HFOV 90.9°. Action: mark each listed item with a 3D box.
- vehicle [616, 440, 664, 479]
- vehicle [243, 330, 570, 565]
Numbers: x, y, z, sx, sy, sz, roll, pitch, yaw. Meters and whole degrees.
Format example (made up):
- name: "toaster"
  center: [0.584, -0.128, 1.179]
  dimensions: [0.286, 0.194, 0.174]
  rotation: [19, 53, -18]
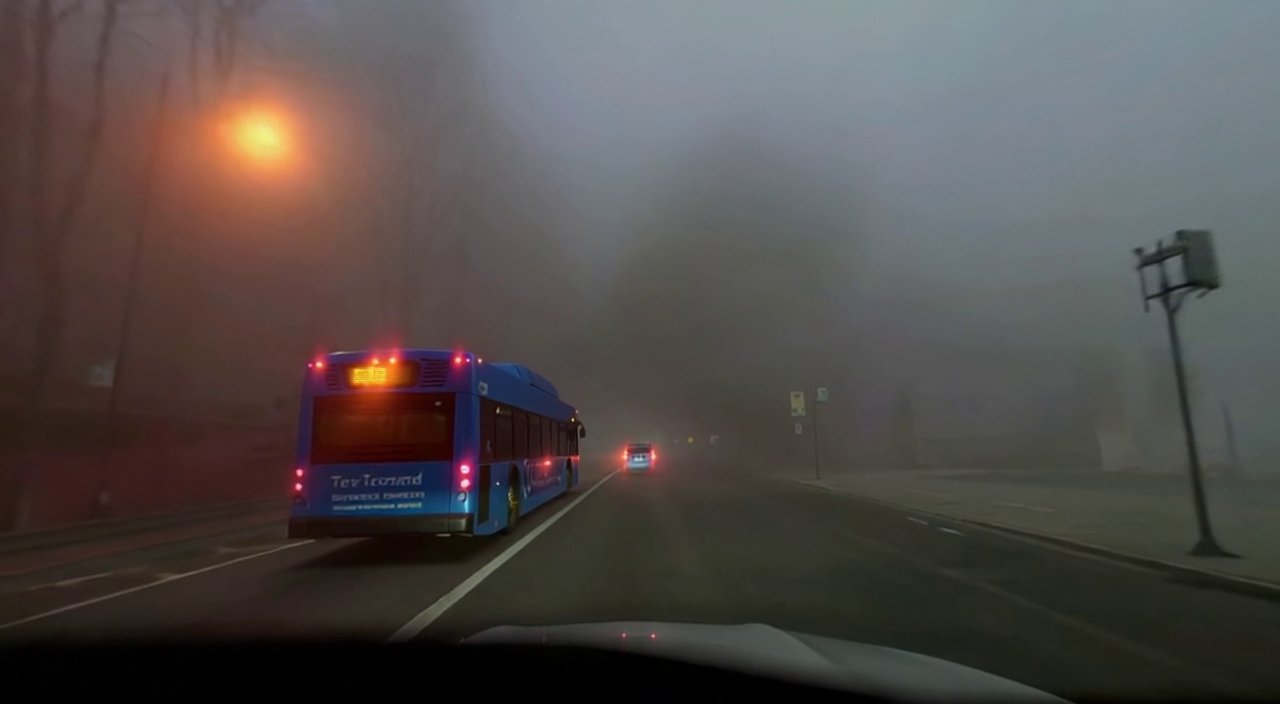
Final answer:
- name: "vehicle"
  center: [0.042, 5.051, 29.853]
  dimensions: [2.120, 1.727, 3.917]
  rotation: [0, -9, 1]
- name: "vehicle"
  center: [-3.353, 1.742, 12.151]
  dimensions: [2.920, 2.884, 8.588]
  rotation: [0, -8, 1]
